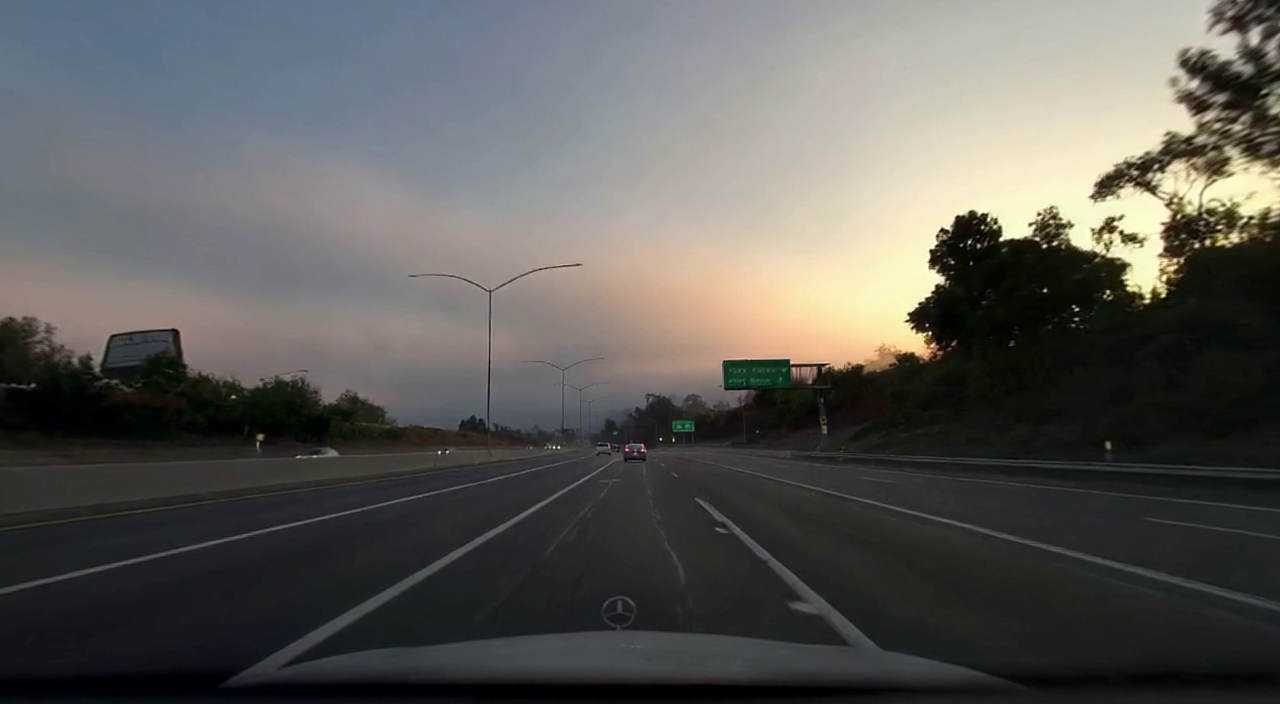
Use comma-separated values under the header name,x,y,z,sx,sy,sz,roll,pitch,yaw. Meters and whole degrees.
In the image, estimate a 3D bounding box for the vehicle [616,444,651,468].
name,x,y,z,sx,sy,sz,roll,pitch,yaw
vehicle,-0.438,6.558,40.060,2.118,1.466,4.165,0,-9,-1
